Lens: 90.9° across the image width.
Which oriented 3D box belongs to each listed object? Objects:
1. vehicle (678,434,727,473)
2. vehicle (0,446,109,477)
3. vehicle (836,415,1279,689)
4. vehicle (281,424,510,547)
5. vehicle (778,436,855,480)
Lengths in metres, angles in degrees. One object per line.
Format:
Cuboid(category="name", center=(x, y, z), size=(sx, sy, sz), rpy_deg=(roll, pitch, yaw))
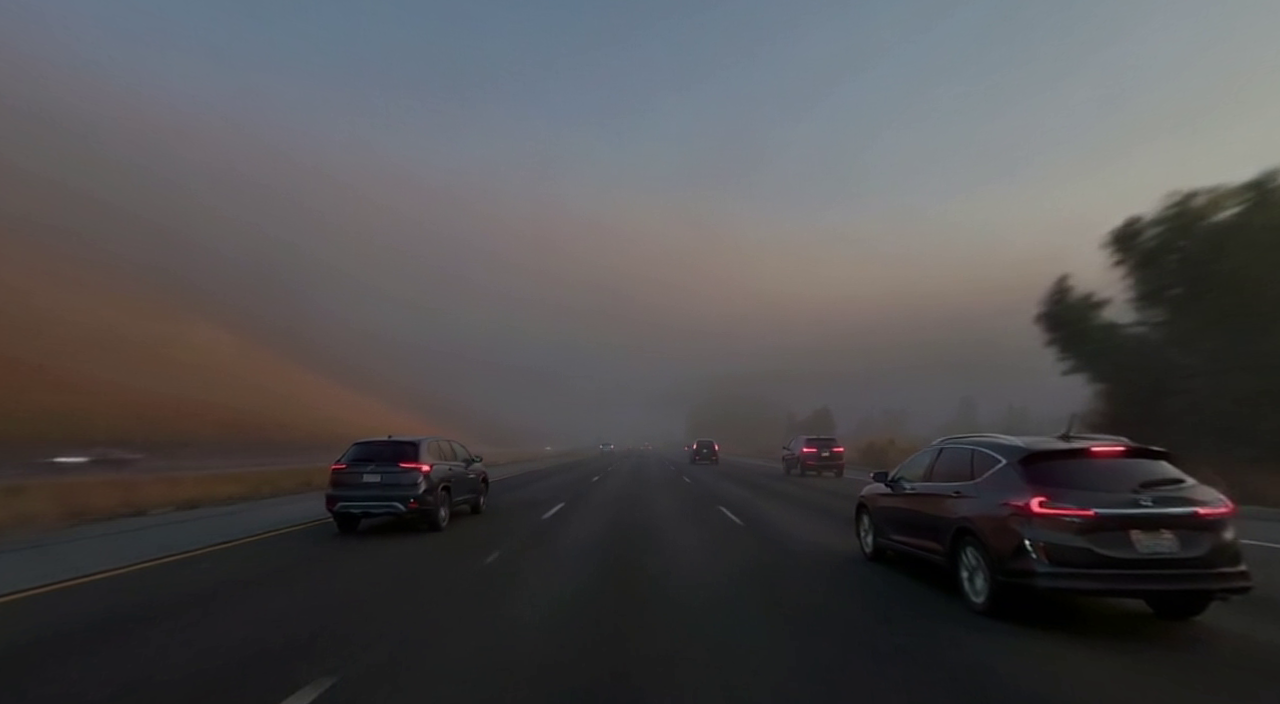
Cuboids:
Cuboid(category="vehicle", center=(3.313, 5.519, 34.532), size=(2.121, 1.925, 5.056), rpy_deg=(0, -8, 0))
Cuboid(category="vehicle", center=(-31.661, 5.868, 34.104), size=(1.782, 1.492, 4.648), rpy_deg=(-1, -8, 1))
Cuboid(category="vehicle", center=(3.418, 1.411, 5.665), size=(1.941, 1.481, 4.300), rpy_deg=(0, -8, 0))
Cuboid(category="vehicle", center=(-3.848, 2.180, 10.981), size=(2.166, 1.672, 4.388), rpy_deg=(-1, -8, 1))
Cuboid(category="vehicle", center=(7.426, 4.489, 27.048), size=(1.998, 1.717, 4.338), rpy_deg=(0, -8, -1))
